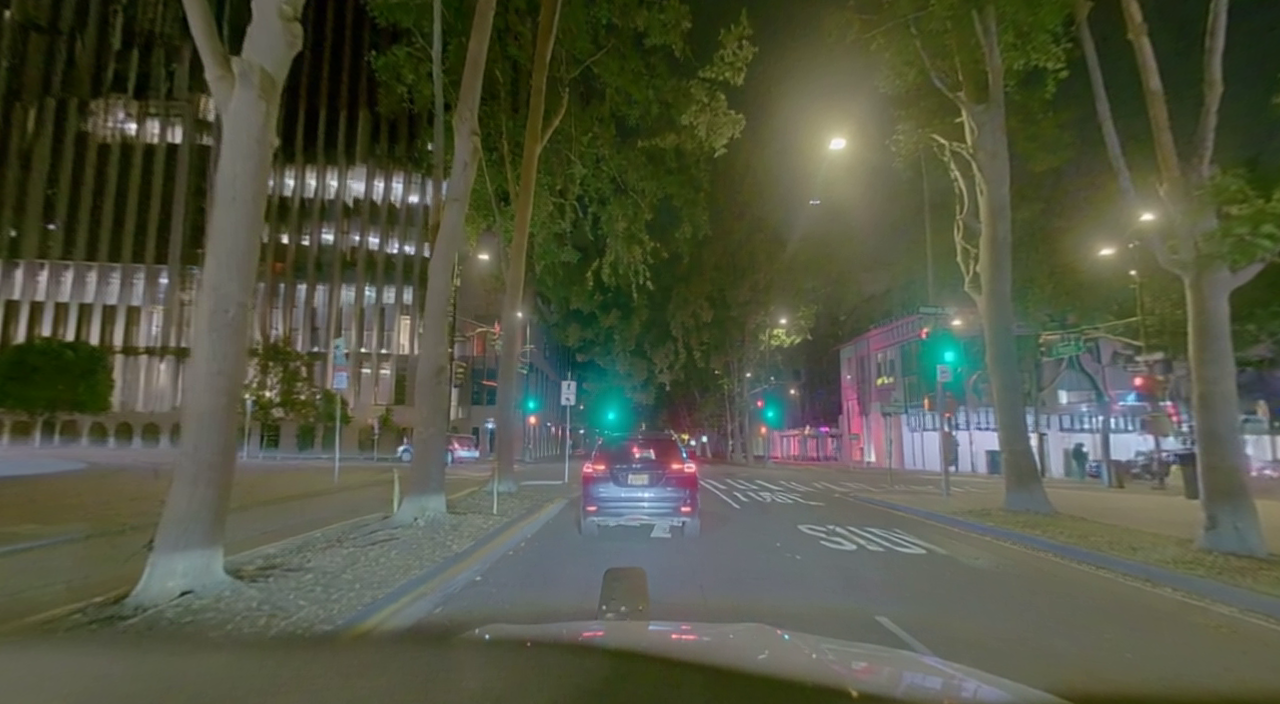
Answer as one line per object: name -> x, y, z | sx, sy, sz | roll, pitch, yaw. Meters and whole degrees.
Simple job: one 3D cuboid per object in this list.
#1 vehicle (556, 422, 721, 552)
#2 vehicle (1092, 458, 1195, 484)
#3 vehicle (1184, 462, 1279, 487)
vehicle -> -0.008, 1.992, 9.957 | 2.079, 1.621, 3.861 | 0, -8, 1
vehicle -> 30.347, 7.139, 38.032 | 4.668, 1.441, 1.904 | 0, -9, -4
vehicle -> 36.064, 7.383, 38.141 | 4.457, 1.409, 1.873 | 0, -9, 0
